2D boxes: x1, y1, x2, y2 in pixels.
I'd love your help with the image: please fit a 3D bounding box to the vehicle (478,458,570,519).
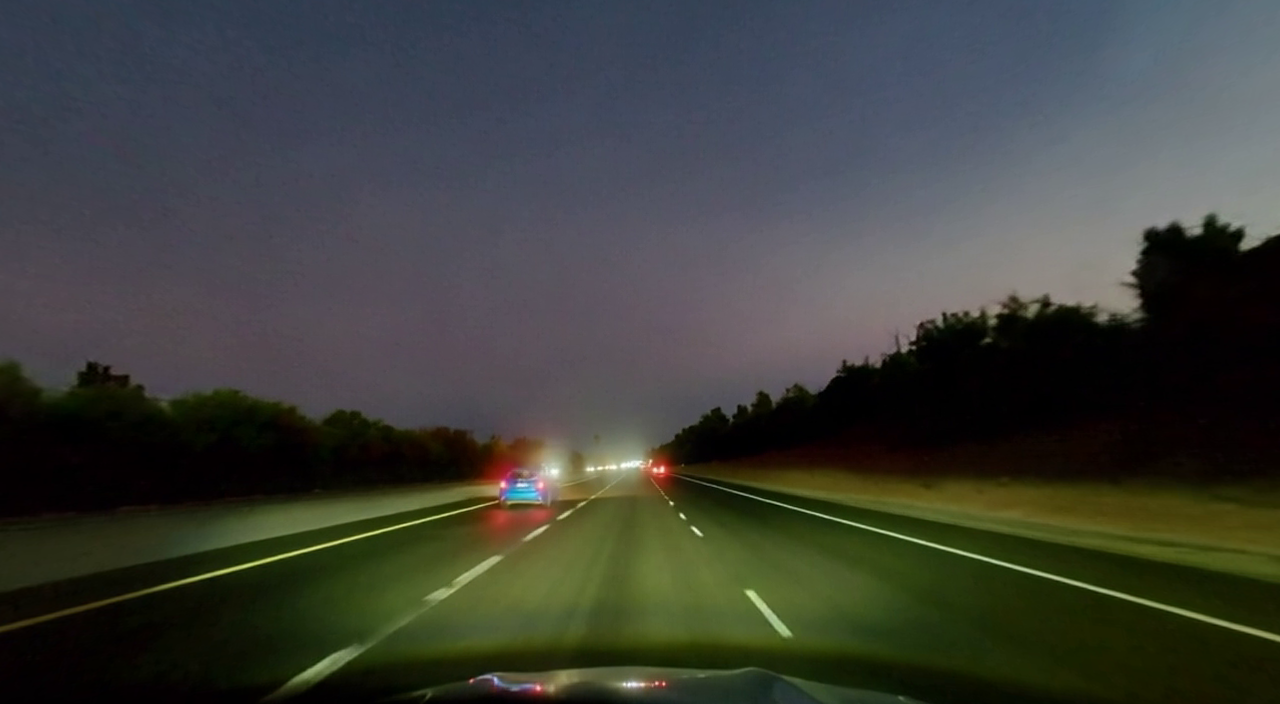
[{"bbox_3d":[-3.219,3.899,18.368,1.797,1.532,4.072,0,-10,1],"label":"vehicle"}]
